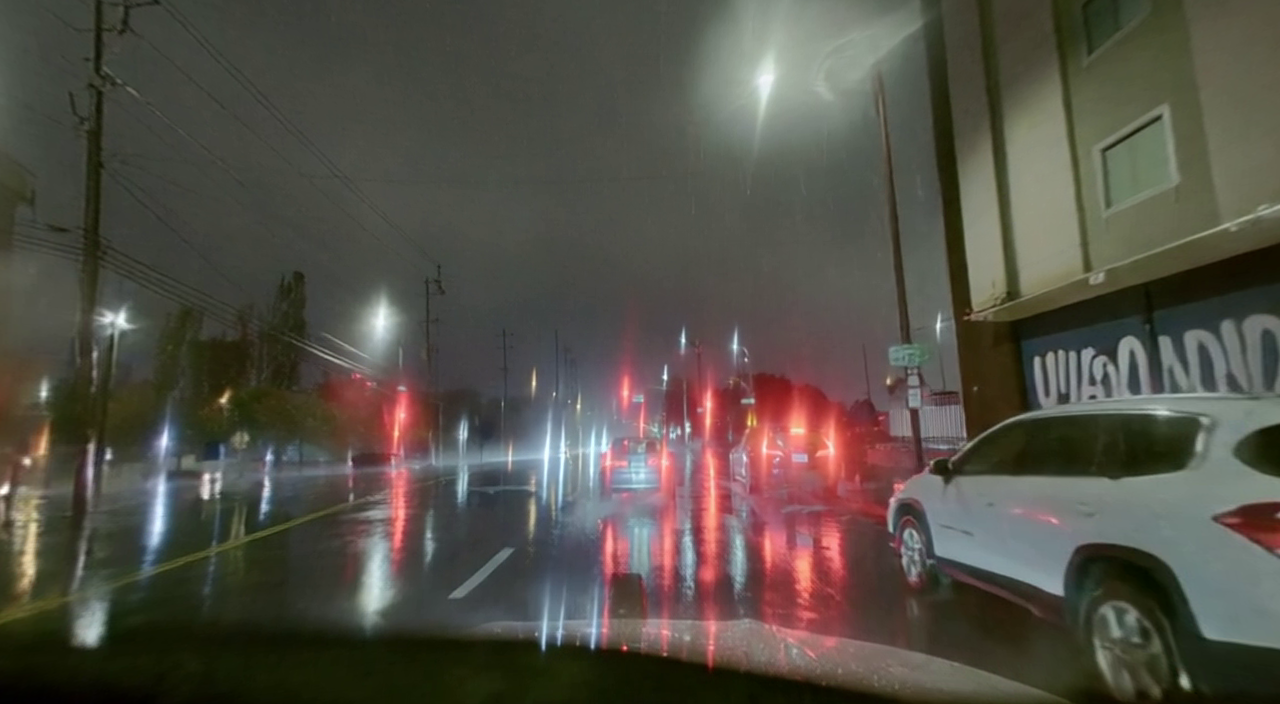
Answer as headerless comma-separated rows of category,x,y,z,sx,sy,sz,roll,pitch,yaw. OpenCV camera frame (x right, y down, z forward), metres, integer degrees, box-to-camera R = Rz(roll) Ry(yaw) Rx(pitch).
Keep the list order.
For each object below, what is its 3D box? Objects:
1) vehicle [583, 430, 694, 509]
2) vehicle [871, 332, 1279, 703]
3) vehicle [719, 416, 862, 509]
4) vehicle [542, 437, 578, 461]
vehicle,0.001,2.598,14.400,2.153,1.505,4.452,0,-8,1
vehicle,3.288,1.048,4.006,1.938,1.714,4.402,0,-8,0
vehicle,3.220,2.492,14.550,2.060,1.783,4.579,0,-8,-1
vehicle,-5.887,7.242,46.841,2.059,1.699,4.252,0,-8,1
